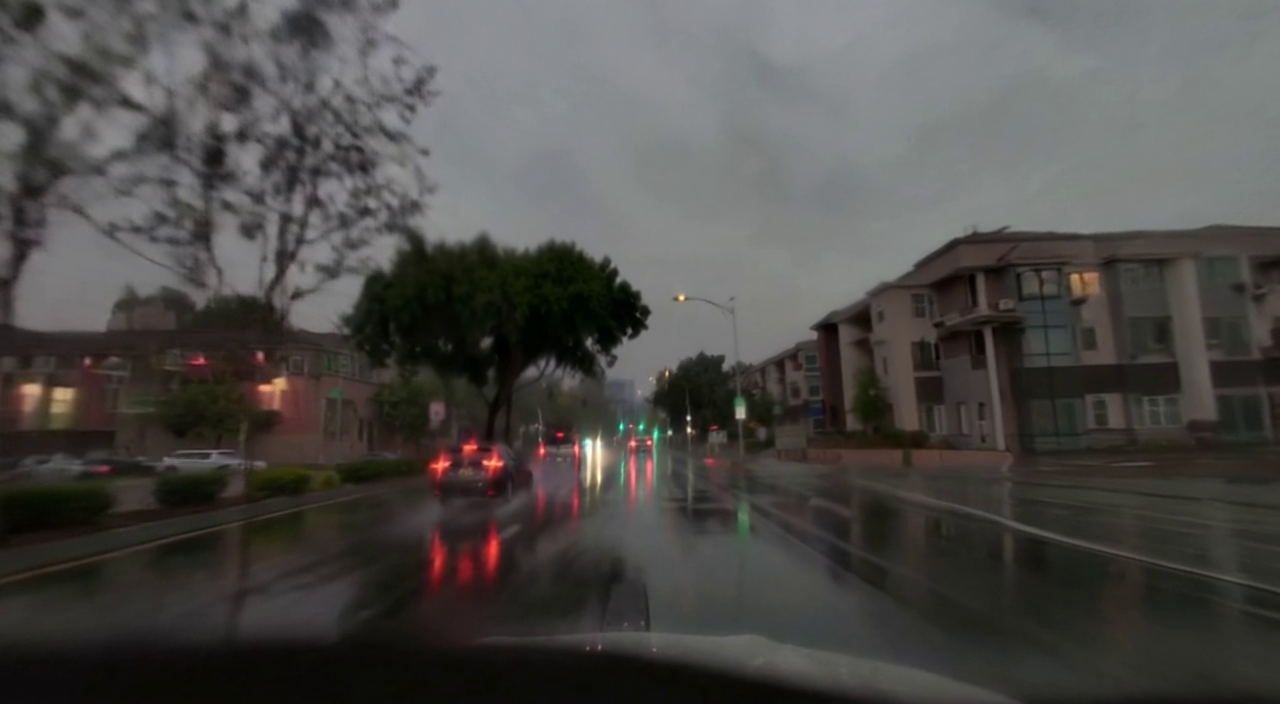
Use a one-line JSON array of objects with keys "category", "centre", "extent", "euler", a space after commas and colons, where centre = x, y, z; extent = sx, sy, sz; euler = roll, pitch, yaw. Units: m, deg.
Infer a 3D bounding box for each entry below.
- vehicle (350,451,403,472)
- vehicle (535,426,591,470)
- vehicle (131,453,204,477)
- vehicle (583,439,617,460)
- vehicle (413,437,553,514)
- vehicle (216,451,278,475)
[{"category": "vehicle", "centre": [-19.894, 8.270, 47.808], "extent": [1.878, 1.472, 4.736], "euler": [0, -9, 1]}, {"category": "vehicle", "centre": [-3.698, 4.744, 31.123], "extent": [2.152, 1.987, 4.527], "euler": [0, -9, 1]}, {"category": "vehicle", "centre": [-34.533, 8.277, 46.203], "extent": [1.868, 1.591, 4.503], "euler": [0, -9, 0]}, {"category": "vehicle", "centre": [-3.022, 7.539, 48.760], "extent": [2.246, 1.481, 4.146], "euler": [0, -9, 1]}, {"category": "vehicle", "centre": [-3.227, 2.636, 13.965], "extent": [1.959, 1.406, 4.272], "euler": [0, -9, 1]}, {"category": "vehicle", "centre": [-28.918, 8.142, 46.495], "extent": [1.859, 1.614, 4.102], "euler": [0, -9, 0]}]
